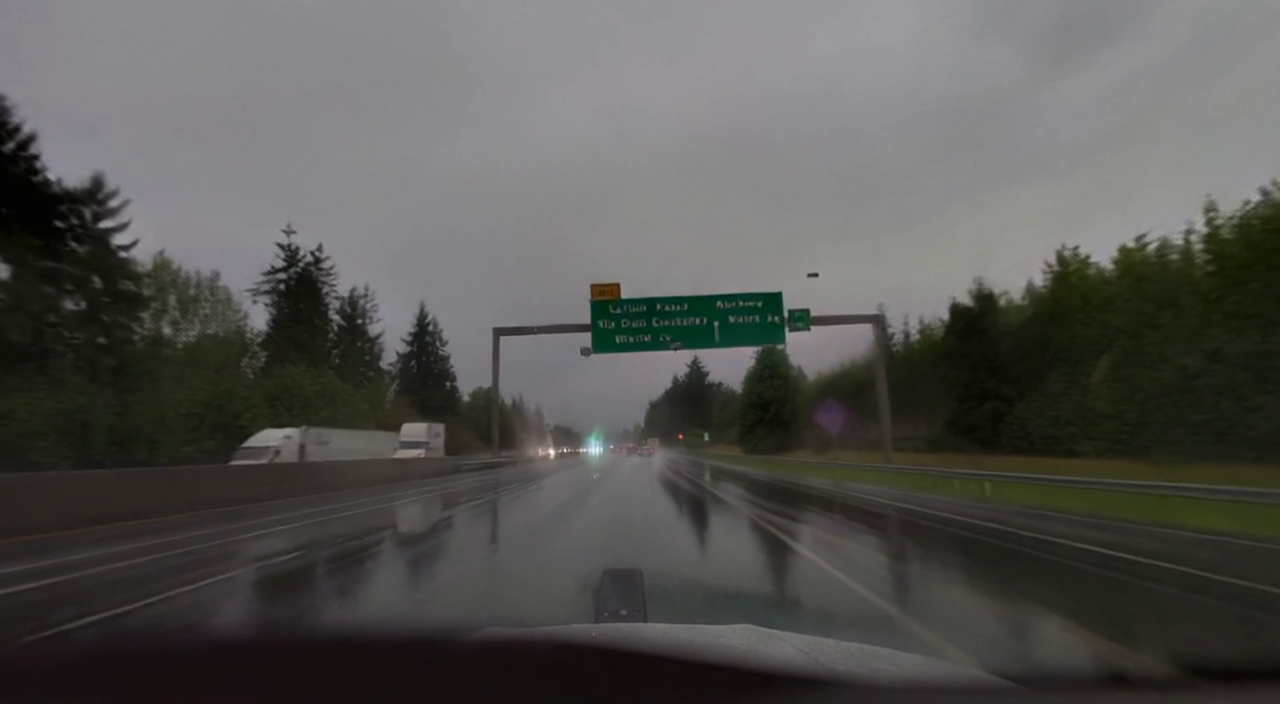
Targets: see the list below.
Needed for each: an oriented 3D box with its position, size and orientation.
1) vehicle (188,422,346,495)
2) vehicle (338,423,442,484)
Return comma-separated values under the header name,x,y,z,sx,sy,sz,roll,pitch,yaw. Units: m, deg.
name,x,y,z,sx,sy,sz,roll,pitch,yaw
vehicle,-16.710,4.842,29.021,2.881,2.910,7.027,0,-9,0
vehicle,-12.166,5.023,31.330,2.488,2.689,5.896,-1,-9,3
